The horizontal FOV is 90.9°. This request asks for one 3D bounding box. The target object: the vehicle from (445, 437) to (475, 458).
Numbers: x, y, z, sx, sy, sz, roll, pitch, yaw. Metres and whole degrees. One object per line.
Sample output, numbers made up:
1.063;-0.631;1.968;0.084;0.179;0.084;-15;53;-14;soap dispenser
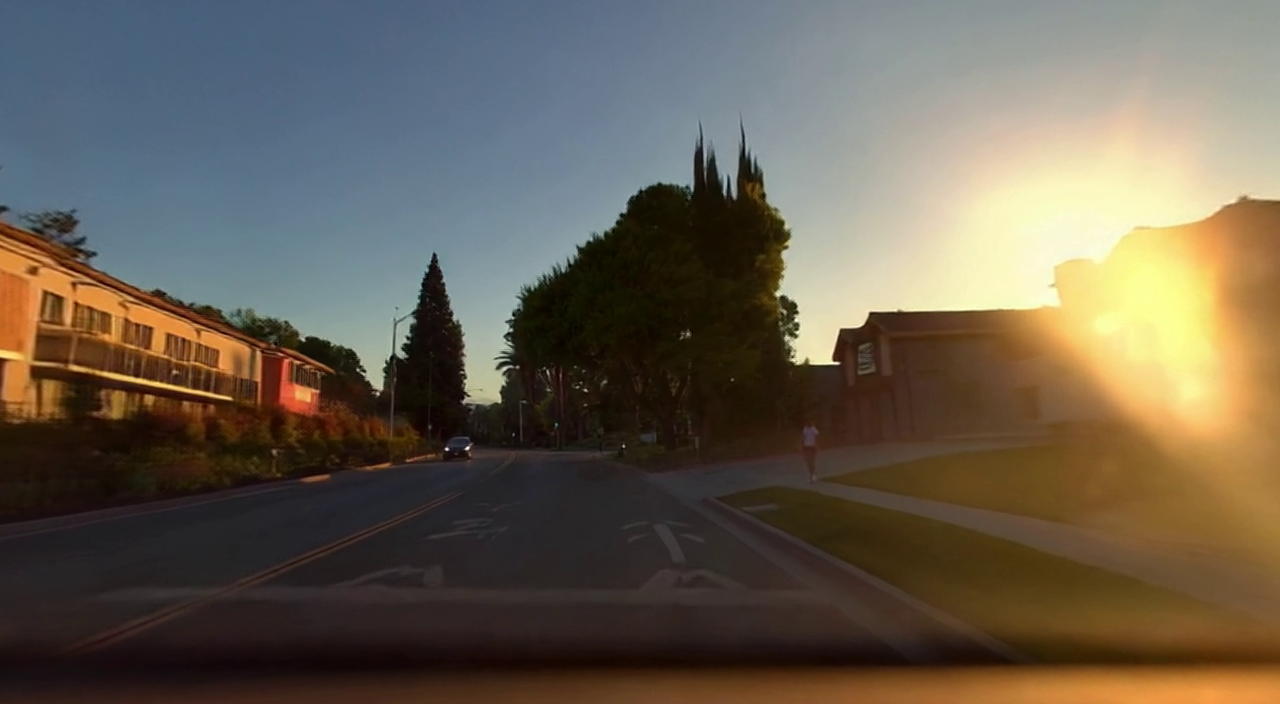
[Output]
-13.840;7.331;48.603;1.912;1.500;3.772;1;-8;-12;vehicle
